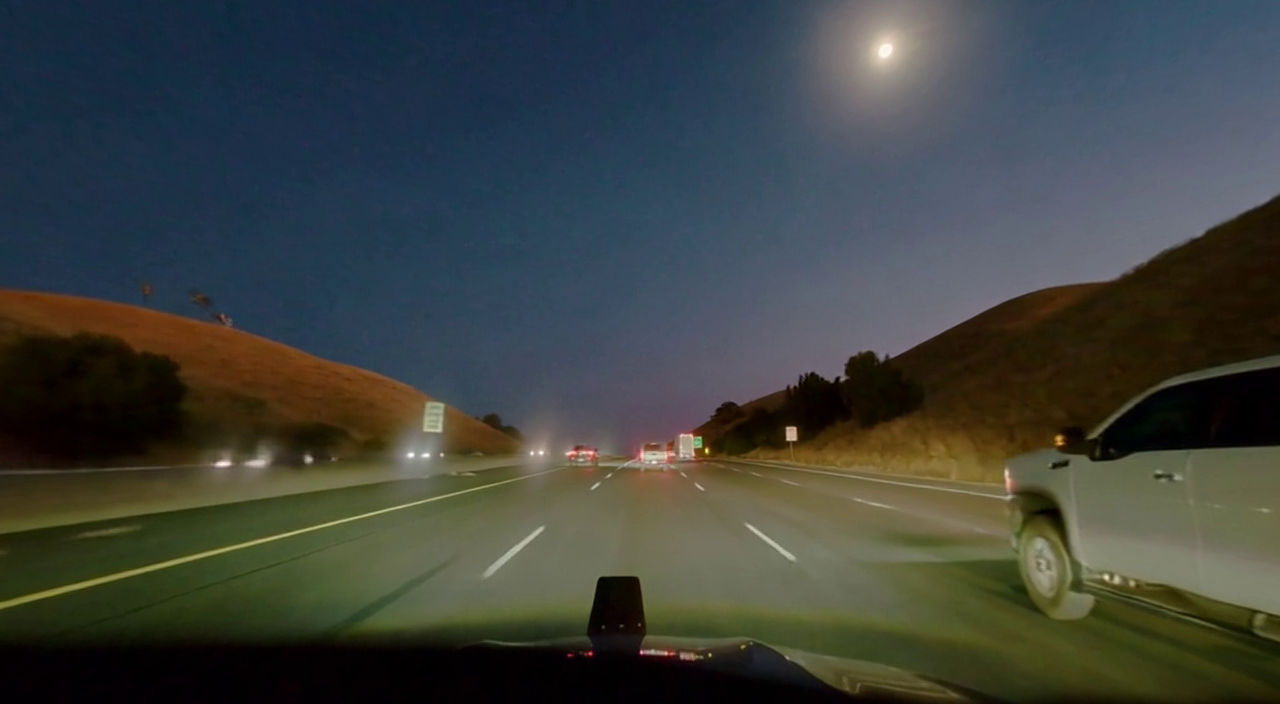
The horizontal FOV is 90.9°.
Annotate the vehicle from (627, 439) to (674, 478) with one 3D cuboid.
[{"bbox_3d":[0.463,4.954,29.723,2.086,1.685,4.206,0,-8,0],"label":"vehicle"}]

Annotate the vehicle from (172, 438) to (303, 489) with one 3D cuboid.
[{"bbox_3d":[-12.541,3.476,19.968,1.616,1.444,3.746,0,-8,1],"label":"vehicle"}]

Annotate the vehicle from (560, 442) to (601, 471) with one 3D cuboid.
[{"bbox_3d":[-3.623,6.422,39.089,2.076,1.690,4.113,0,-8,1],"label":"vehicle"}]

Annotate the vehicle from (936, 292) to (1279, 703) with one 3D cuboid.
[{"bbox_3d":[4.267,0.772,3.191,2.700,1.980,5.866,0,-8,0],"label":"vehicle"}]

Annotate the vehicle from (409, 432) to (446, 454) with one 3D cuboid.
[{"bbox_3d":[-15.928,6.877,47.422,1.641,1.382,3.344,-3,-12,0],"label":"vehicle"}]
